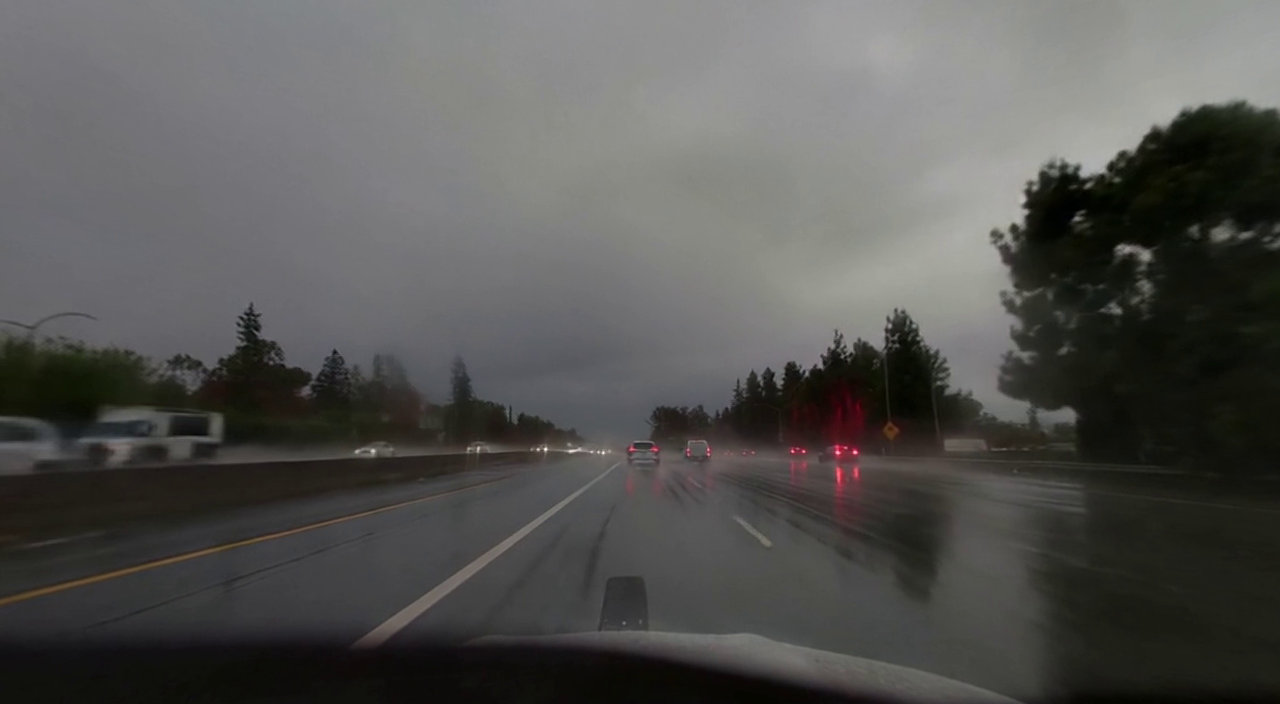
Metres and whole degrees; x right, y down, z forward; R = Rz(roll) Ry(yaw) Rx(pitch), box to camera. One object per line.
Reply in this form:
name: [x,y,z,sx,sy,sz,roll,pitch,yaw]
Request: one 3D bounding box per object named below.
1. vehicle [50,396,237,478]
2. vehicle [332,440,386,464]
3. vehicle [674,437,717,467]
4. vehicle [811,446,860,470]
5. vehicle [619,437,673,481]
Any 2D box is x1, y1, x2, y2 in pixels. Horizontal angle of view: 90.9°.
vehicle: [-22.167,3.928,28.838,2.729,3.252,6.969,0,-8,0]
vehicle: [-21.824,7.782,49.217,2.021,1.772,4.697,0,-8,0]
vehicle: [3.856,7.108,44.954,2.505,2.020,5.532,0,-8,-1]
vehicle: [12.721,6.889,41.285,1.872,1.459,4.502,0,-8,1]
vehicle: [0.195,4.484,26.725,2.105,1.711,4.293,0,-8,-1]
